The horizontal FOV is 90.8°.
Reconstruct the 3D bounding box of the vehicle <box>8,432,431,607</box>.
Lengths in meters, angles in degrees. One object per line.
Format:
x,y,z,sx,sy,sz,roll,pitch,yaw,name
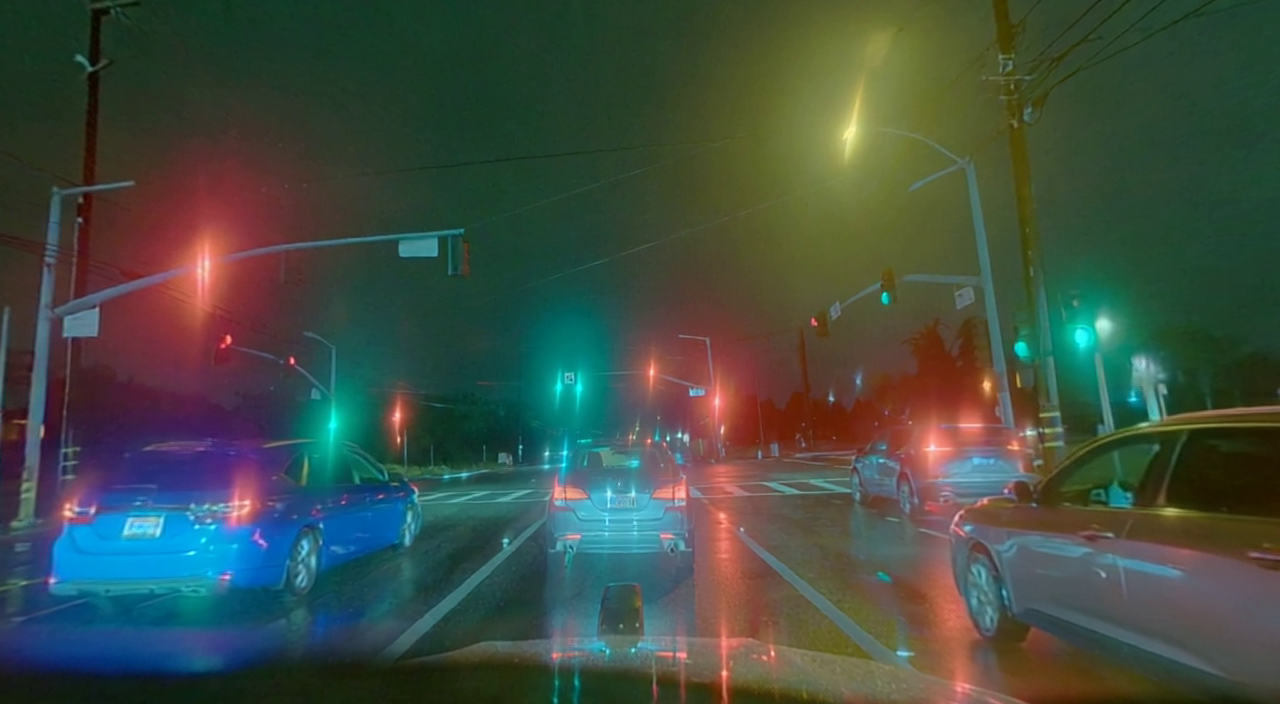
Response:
-4.369,1.771,7.685,2.106,1.492,4.312,0,-8,1,vehicle

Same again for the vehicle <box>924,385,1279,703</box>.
2.925,0.932,2.474,1.860,1.494,3.707,0,-8,0,vehicle

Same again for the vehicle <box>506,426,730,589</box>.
-0.229,1.755,8.015,2.061,1.485,4.196,0,-8,-1,vehicle

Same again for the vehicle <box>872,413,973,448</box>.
15.125,4.240,33.994,4.431,1.555,1.886,-4,-9,2,vehicle
